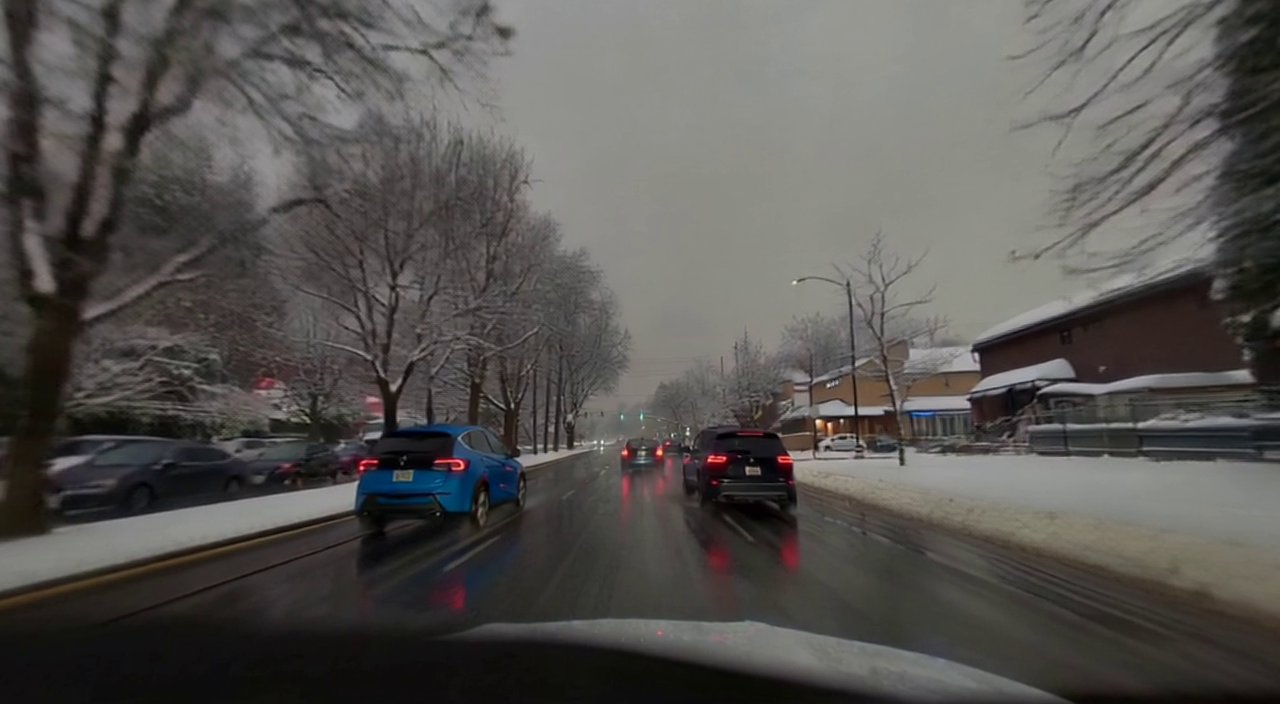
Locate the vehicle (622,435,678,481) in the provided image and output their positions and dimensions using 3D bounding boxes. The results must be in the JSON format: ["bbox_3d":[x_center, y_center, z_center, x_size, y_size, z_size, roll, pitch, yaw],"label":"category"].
[{"bbox_3d":[0.345,3.945,23.756,1.922,1.579,3.642,0,-8,0],"label":"vehicle"}]

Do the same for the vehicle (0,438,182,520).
[{"bbox_3d":[-12.365,2.585,13.393,1.849,1.452,4.423,0,-8,1],"label":"vehicle"}]

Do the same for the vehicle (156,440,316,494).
[{"bbox_3d":[-12.393,3.536,19.777,1.833,1.469,4.650,0,-8,2],"label":"vehicle"}]

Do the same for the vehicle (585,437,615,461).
[{"bbox_3d":[-3.068,7.583,49.447,2.014,1.755,4.360,0,-8,1],"label":"vehicle"}]

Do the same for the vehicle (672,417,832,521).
[{"bbox_3d":[2.028,2.324,13.024,2.280,1.747,4.361,1,-9,-3],"label":"vehicle"}]

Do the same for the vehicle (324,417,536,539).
[{"bbox_3d":[-3.349,2.117,11.248,2.043,1.687,4.676,0,-8,2],"label":"vehicle"}]
